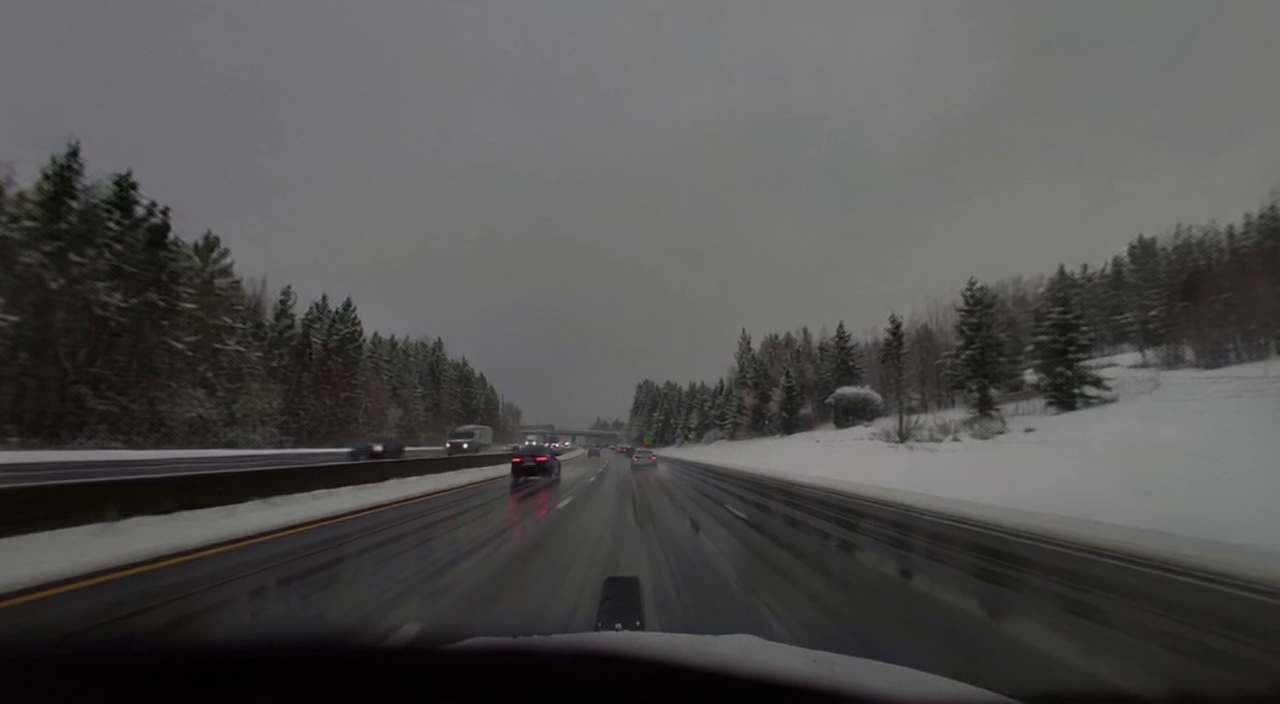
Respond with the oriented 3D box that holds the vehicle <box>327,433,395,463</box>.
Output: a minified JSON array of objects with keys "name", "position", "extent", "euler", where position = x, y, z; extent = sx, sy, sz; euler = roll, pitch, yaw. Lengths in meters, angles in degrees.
[{"name":"vehicle","position":[-14.379,4.991,32.767],"extent":[1.874,1.451,3.737],"euler":[0,-9,-1]}]

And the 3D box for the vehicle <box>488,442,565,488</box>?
[{"name":"vehicle","position":[-4.058,4.113,23.347],"extent":[2.054,1.500,4.469],"euler":[0,-9,0]}]

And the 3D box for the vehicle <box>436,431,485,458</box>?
[{"name":"vehicle","position":[-13.377,6.944,47.265],"extent":[2.240,1.873,4.906],"euler":[0,-9,-1]}]

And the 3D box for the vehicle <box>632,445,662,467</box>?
[{"name":"vehicle","position":[0.449,7.421,45.204],"extent":[2.008,1.499,3.192],"euler":[0,-9,-2]}]
